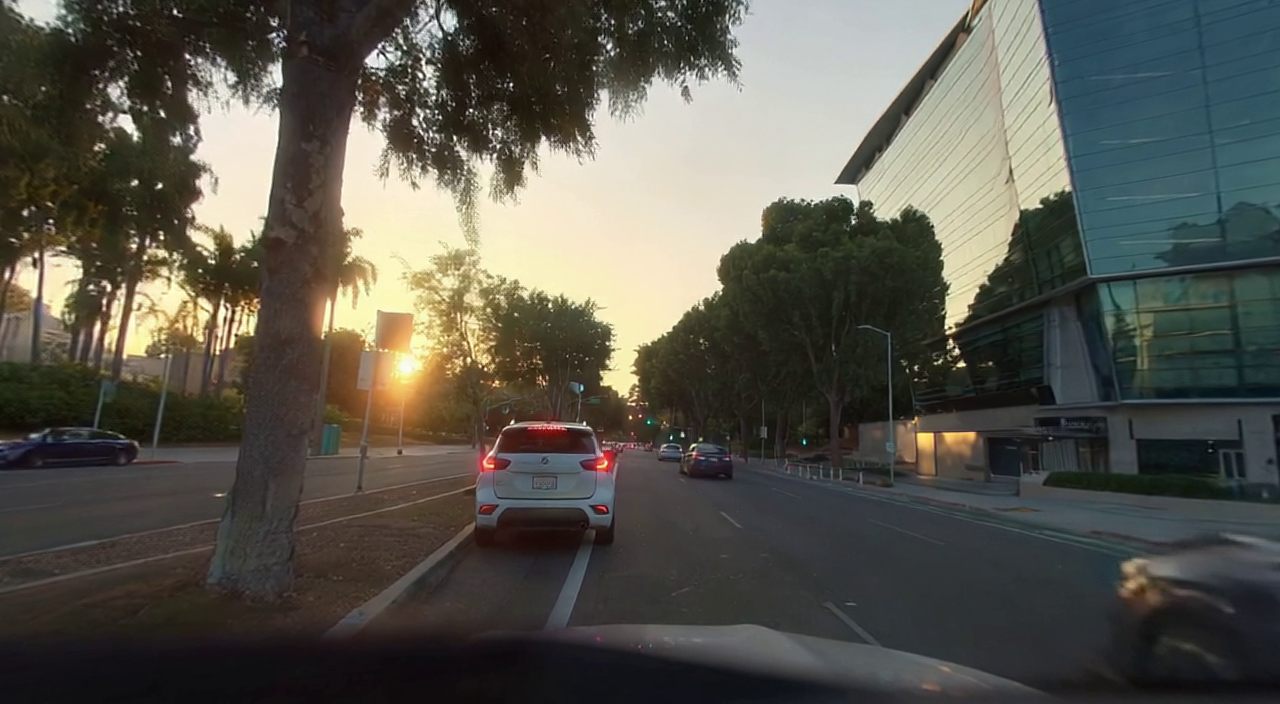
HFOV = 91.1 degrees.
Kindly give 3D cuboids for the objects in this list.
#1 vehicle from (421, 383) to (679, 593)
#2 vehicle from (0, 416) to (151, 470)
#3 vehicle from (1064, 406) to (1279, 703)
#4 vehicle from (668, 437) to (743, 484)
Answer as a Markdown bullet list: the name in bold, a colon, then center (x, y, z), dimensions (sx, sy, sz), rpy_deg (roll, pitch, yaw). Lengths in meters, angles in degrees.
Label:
- **vehicle**: center (-1.138, 1.560, 8.109), dimensions (2.275, 1.819, 4.883), rpy_deg (1, -9, -9)
- **vehicle**: center (-18.830, 2.961, 20.458), dimensions (1.911, 1.542, 4.748), rpy_deg (0, -8, 1)
- **vehicle**: center (3.202, 0.763, 0.786), dimensions (2.205, 1.537, 4.895), rpy_deg (-1, -8, 4)
- **vehicle**: center (2.680, 4.612, 26.997), dimensions (2.301, 1.716, 4.856), rpy_deg (3, -9, -4)
